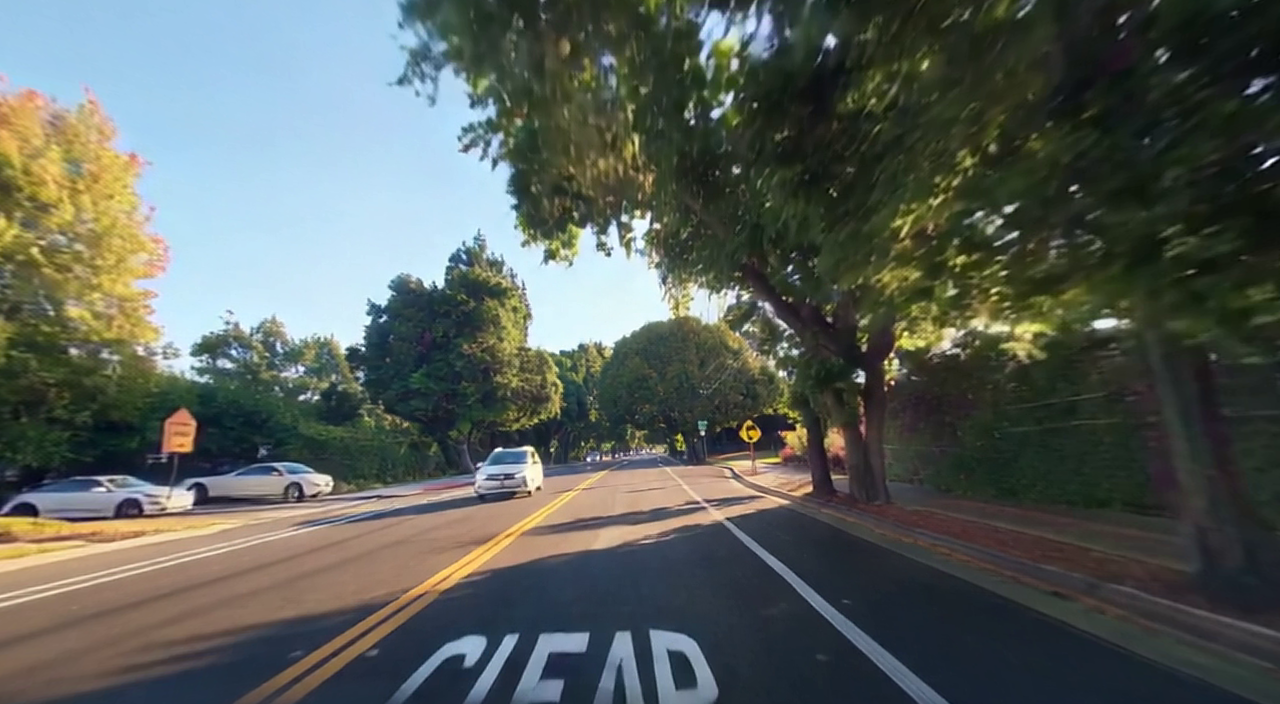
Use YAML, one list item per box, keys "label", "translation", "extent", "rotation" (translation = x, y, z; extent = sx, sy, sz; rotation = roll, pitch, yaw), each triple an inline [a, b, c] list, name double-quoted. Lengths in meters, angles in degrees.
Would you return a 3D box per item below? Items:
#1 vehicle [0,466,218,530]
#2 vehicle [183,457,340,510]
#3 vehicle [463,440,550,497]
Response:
- label: "vehicle"
  translation: [-15.572, 4.258, 18.689]
  extent: [4.641, 1.636, 1.983]
  rotation: [0, -9, -5]
- label: "vehicle"
  translation: [-14.204, 4.929, 23.883]
  extent: [4.653, 1.842, 1.992]
  rotation: [-1, -9, 4]
- label: "vehicle"
  translation: [-4.399, 3.914, 21.555]
  extent: [2.008, 1.730, 4.243]
  rotation: [-1, -9, 0]
